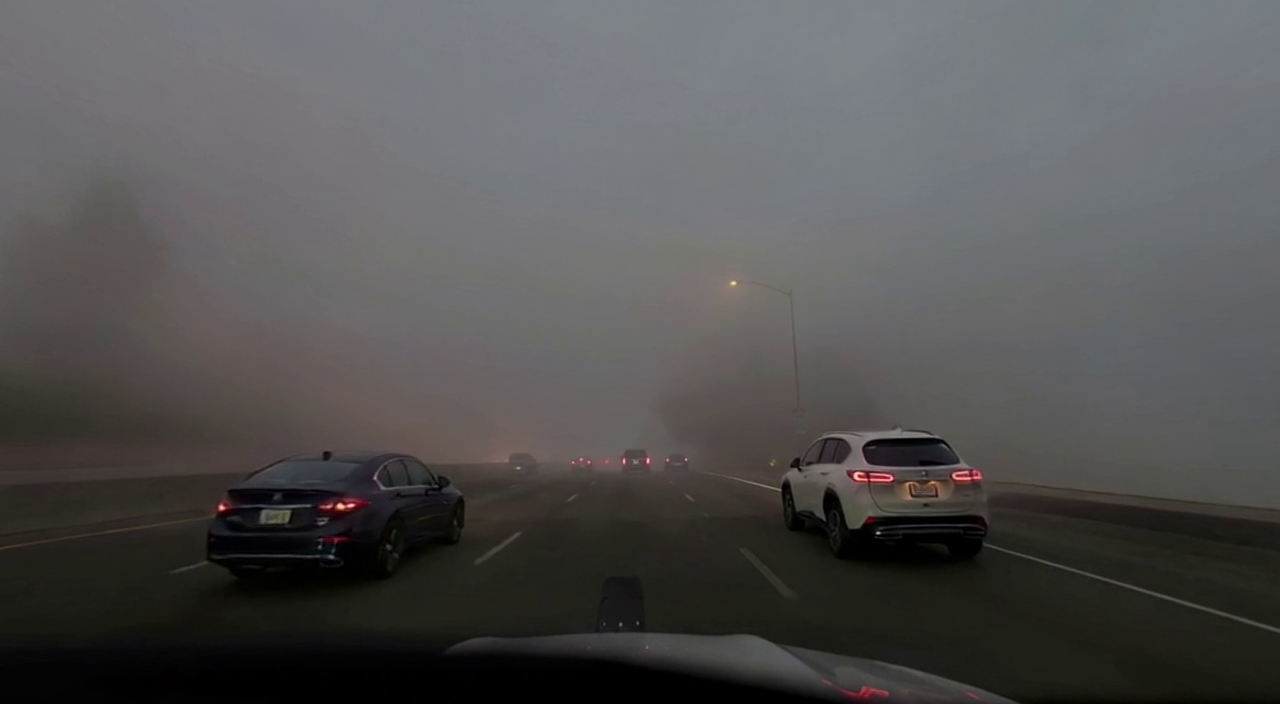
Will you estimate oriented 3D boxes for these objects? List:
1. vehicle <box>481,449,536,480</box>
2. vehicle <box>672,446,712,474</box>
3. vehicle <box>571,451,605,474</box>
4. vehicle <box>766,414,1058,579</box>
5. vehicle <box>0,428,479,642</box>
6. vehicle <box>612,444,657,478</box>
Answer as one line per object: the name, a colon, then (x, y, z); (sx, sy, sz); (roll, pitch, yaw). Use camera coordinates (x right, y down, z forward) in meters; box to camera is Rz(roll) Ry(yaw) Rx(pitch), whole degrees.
vehicle: (-6.947, 6.009, 33.903); (1.980, 1.519, 4.147); (0, -8, 1)
vehicle: (3.440, 7.189, 42.403); (2.320, 1.735, 4.408); (0, -8, 0)
vehicle: (-3.657, 7.860, 45.133); (1.968, 1.473, 4.209); (0, -8, 1)
vehicle: (3.326, 1.856, 8.977); (2.029, 1.716, 4.545); (0, -8, -1)
vehicle: (-3.507, 1.667, 6.982); (2.130, 1.514, 4.766); (0, -8, 1)
vehicle: (-0.295, 6.114, 35.702); (2.408, 1.748, 4.217); (0, -8, 0)
